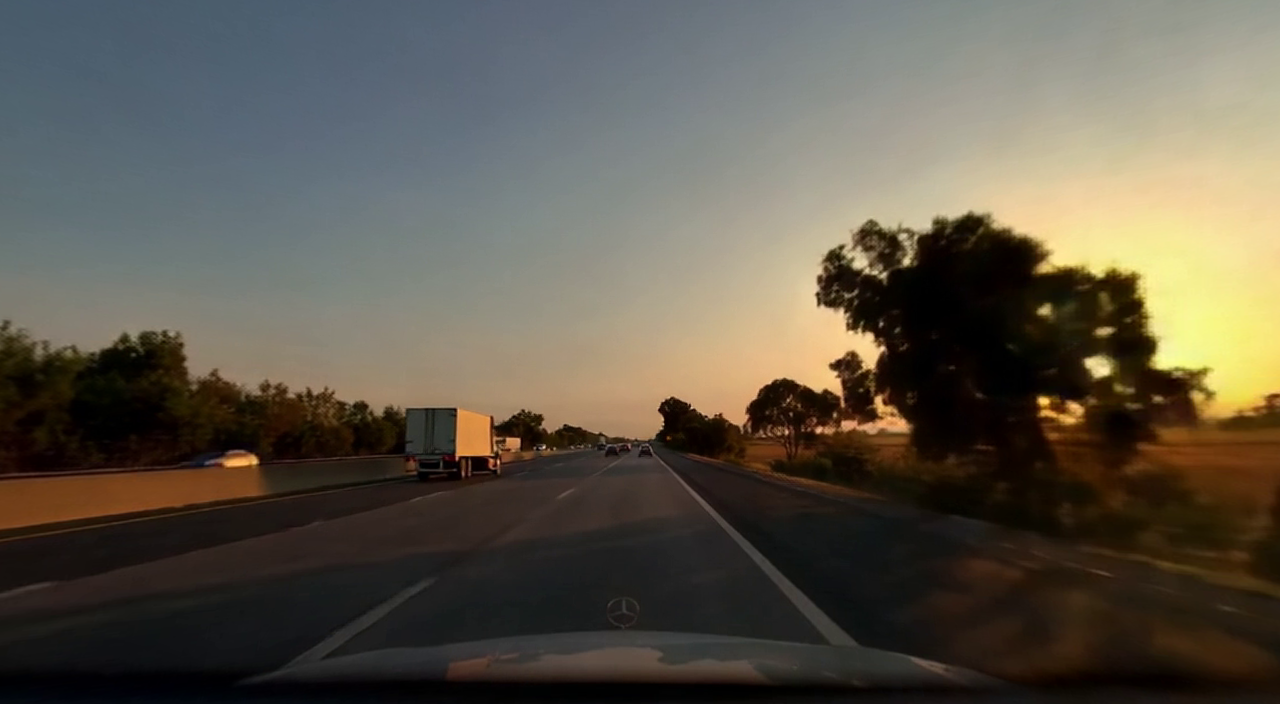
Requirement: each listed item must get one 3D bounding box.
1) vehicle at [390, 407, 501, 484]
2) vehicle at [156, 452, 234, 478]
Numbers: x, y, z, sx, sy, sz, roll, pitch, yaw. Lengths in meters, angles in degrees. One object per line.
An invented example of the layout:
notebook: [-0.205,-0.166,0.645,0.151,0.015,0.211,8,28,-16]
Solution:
vehicle: [-7.469,3.718,25.027,2.444,2.685,5.893,0,-9,1]
vehicle: [-29.366,7.450,41.732,1.945,1.521,4.401,0,-9,1]
